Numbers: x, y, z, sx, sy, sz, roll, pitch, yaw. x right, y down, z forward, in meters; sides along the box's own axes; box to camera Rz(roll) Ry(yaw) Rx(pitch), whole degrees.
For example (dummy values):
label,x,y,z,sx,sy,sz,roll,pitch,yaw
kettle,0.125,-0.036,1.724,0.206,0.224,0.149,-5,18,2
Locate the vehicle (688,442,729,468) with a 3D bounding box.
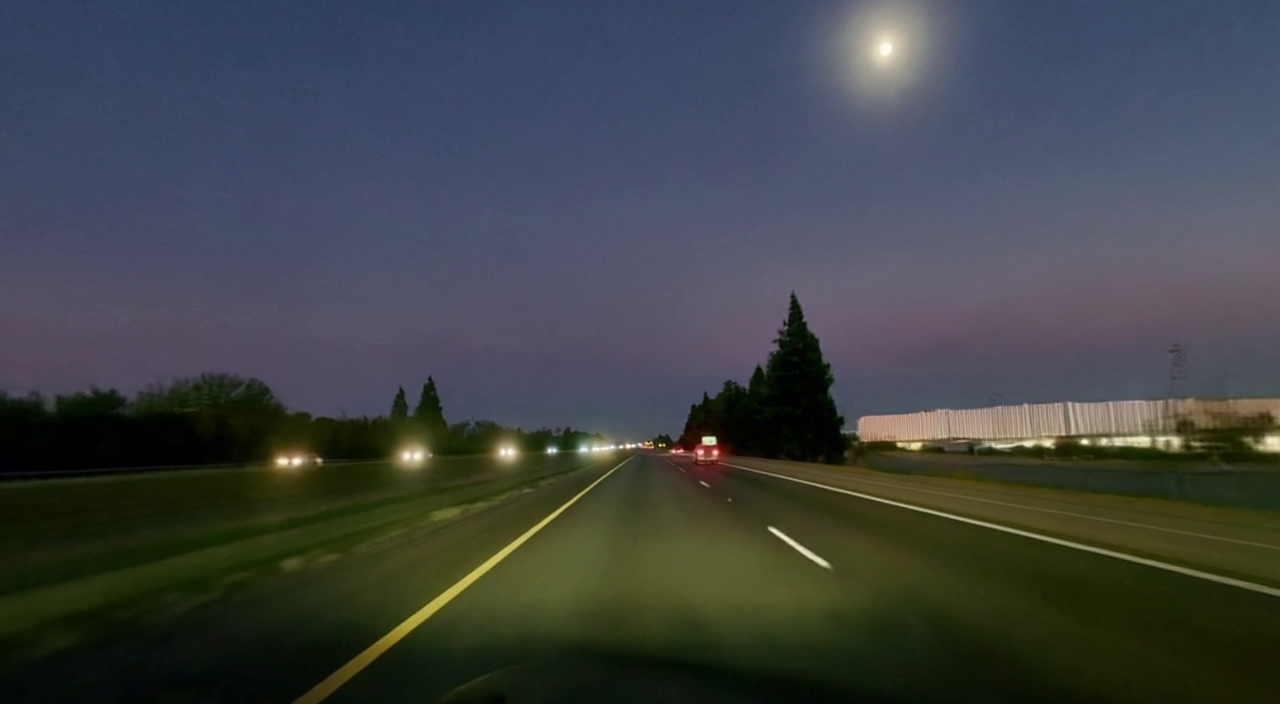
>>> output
label,x,y,z,sx,sy,sz,roll,pitch,yaw
vehicle,4.207,6.381,39.286,2.062,1.518,4.026,0,-8,0
